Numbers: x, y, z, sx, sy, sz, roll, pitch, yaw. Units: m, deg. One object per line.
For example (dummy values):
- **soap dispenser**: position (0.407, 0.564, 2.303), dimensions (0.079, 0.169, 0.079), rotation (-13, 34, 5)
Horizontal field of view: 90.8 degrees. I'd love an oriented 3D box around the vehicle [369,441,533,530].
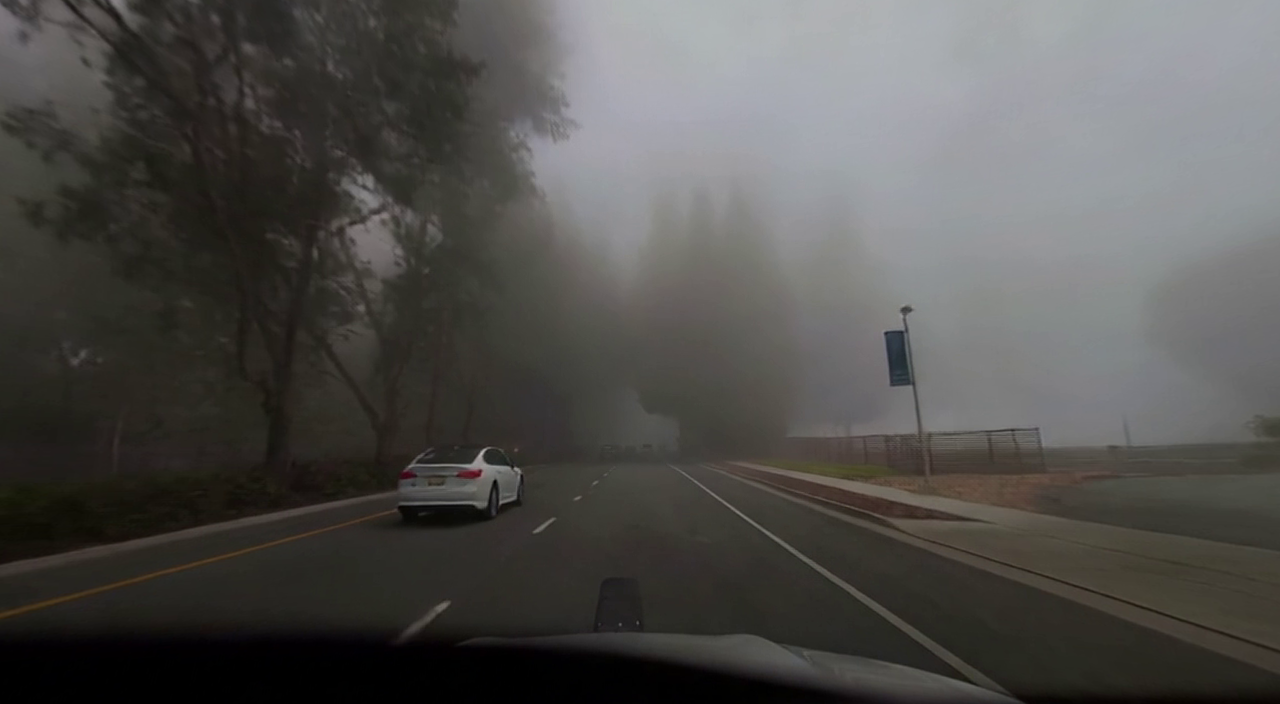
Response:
- **vehicle**: position (-3.444, 2.507, 12.497), dimensions (1.870, 1.431, 4.317), rotation (0, -8, 1)
